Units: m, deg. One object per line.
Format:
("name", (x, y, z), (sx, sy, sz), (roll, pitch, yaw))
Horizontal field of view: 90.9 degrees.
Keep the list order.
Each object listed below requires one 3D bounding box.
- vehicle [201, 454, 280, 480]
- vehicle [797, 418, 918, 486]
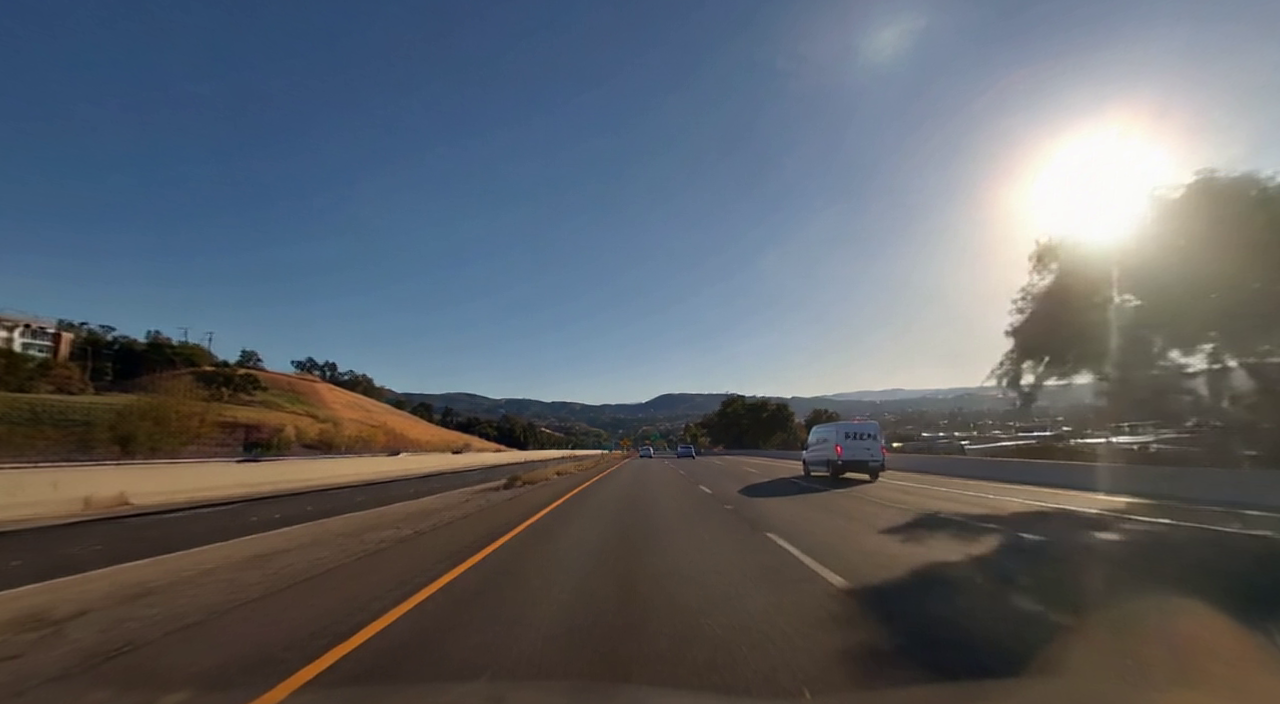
("vehicle", (-25.051, 7.183, 39.741), (1.872, 1.450, 4.701), (0, -8, 0))
("vehicle", (7.422, 3.491, 22.332), (2.275, 2.059, 5.543), (0, -8, 0))
